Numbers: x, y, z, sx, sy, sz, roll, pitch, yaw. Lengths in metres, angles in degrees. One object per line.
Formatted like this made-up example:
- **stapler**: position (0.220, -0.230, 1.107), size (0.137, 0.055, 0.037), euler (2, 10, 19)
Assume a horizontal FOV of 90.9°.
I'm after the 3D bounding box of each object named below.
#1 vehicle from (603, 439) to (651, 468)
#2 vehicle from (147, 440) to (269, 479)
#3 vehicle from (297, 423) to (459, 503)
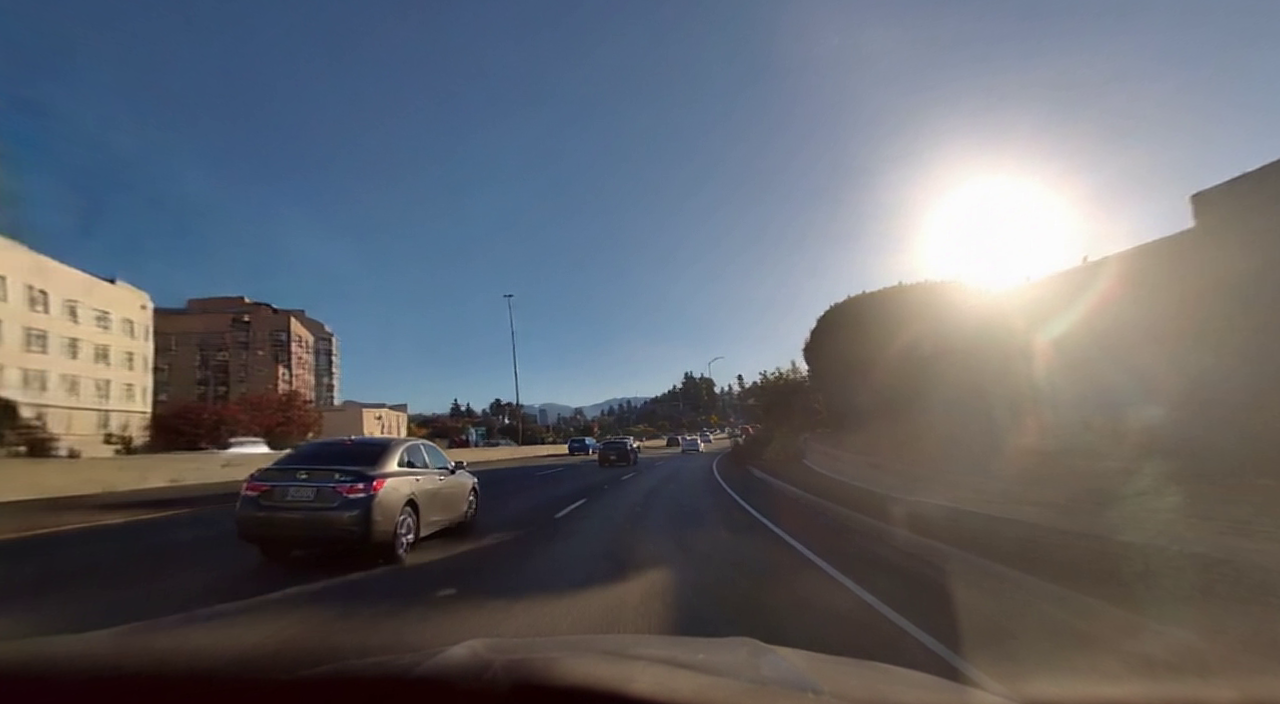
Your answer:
- **vehicle**: position (-0.635, 5.396, 33.647), size (1.928, 1.455, 4.361), euler (-2, -9, 7)
- **vehicle**: position (-19.022, 4.749, 28.082), size (1.880, 1.540, 4.630), euler (-1, -9, 5)
- **vehicle**: position (-6.310, 2.736, 15.875), size (1.993, 1.690, 4.450), euler (-1, -9, 3)
